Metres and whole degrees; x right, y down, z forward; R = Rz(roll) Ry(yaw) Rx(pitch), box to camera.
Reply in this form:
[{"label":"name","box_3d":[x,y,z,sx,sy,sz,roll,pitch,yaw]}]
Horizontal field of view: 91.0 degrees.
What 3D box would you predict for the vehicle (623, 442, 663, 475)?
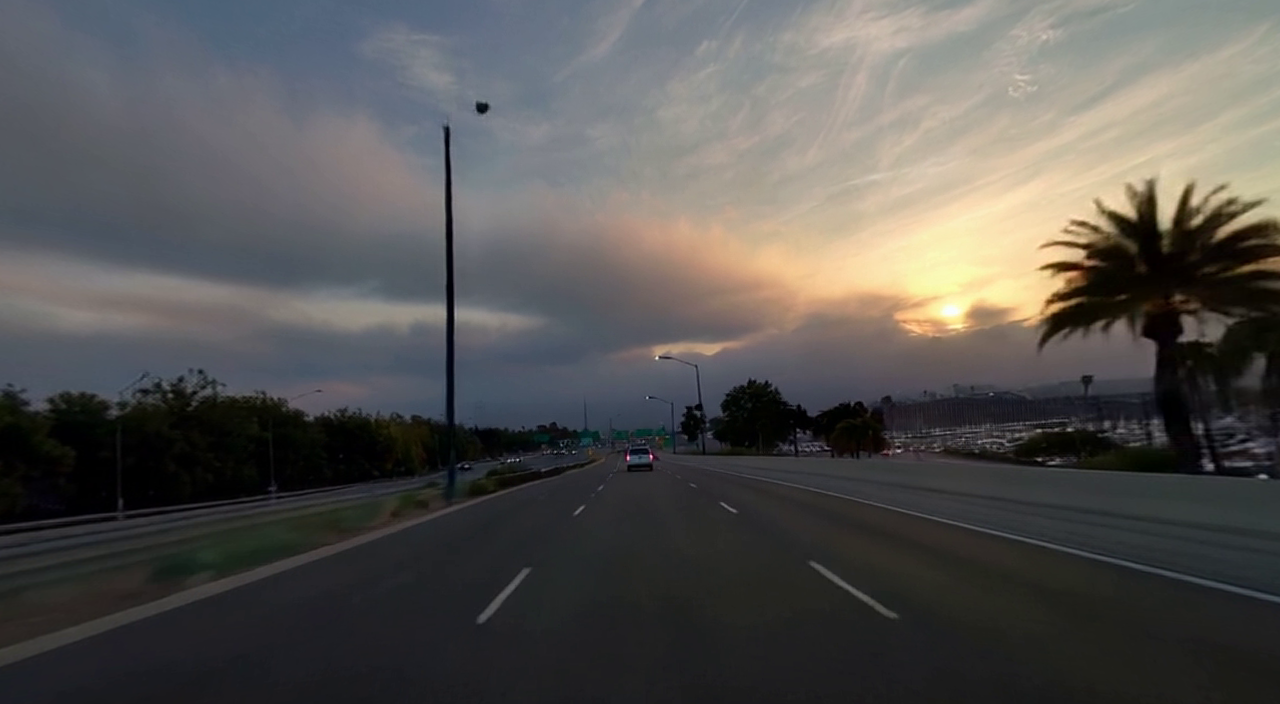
[{"label":"vehicle","box_3d":[0.157,5.999,35.558,2.089,1.718,4.193,0,-9,0]}]
